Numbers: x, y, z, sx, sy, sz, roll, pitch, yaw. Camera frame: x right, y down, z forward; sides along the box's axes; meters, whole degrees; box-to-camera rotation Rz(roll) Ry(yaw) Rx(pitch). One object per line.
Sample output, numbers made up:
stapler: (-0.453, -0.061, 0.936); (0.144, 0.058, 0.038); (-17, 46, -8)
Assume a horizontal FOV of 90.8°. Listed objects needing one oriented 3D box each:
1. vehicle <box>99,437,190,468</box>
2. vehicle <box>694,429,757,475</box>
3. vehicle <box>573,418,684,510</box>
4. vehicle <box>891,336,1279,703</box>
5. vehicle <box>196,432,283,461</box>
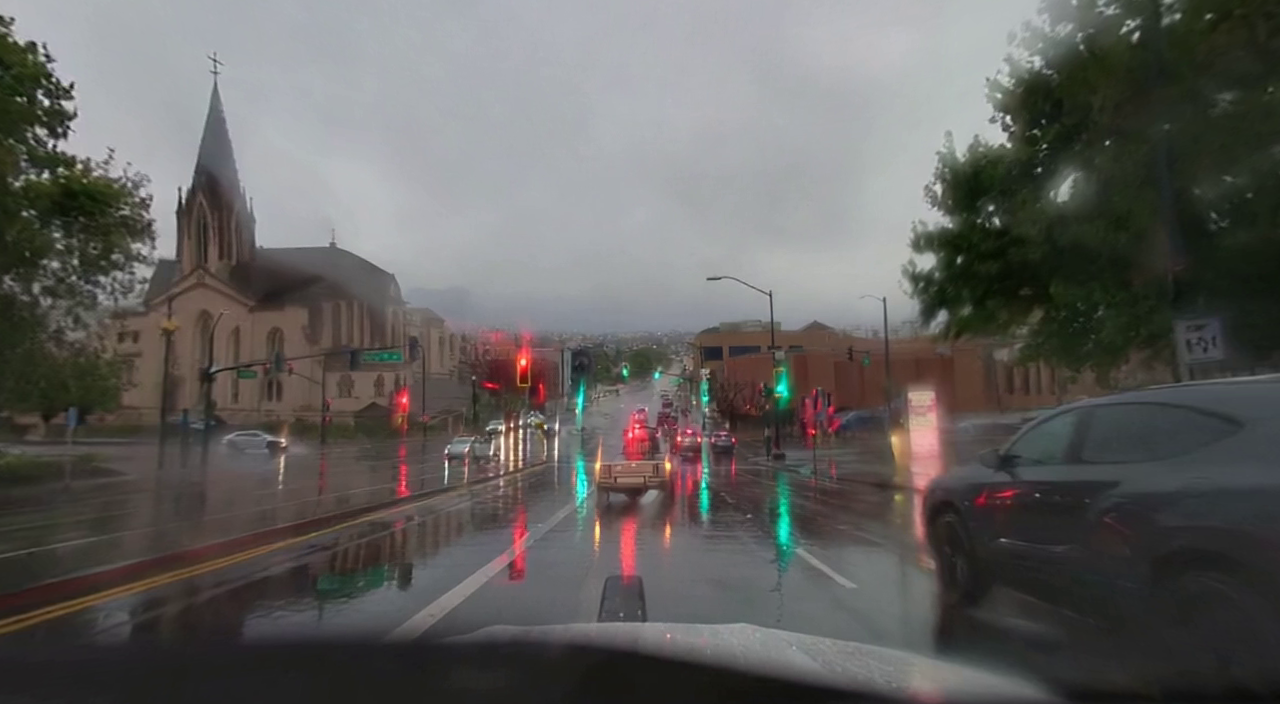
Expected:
vehicle: (-33.902, 6.873, 43.279); (4.551, 1.784, 2.121); (0, 0, -1)
vehicle: (3.907, 4.693, 29.963); (2.228, 1.922, 5.335); (1, -8, 0)
vehicle: (-0.141, 2.491, 14.477); (2.168, 1.776, 4.135); (0, -8, 2)
vehicle: (3.650, 1.039, 4.122); (2.080, 1.735, 4.650); (0, -8, 0)
vehicle: (-29.521, 6.940, 46.659); (4.955, 1.828, 2.268); (-1, -3, -2)
